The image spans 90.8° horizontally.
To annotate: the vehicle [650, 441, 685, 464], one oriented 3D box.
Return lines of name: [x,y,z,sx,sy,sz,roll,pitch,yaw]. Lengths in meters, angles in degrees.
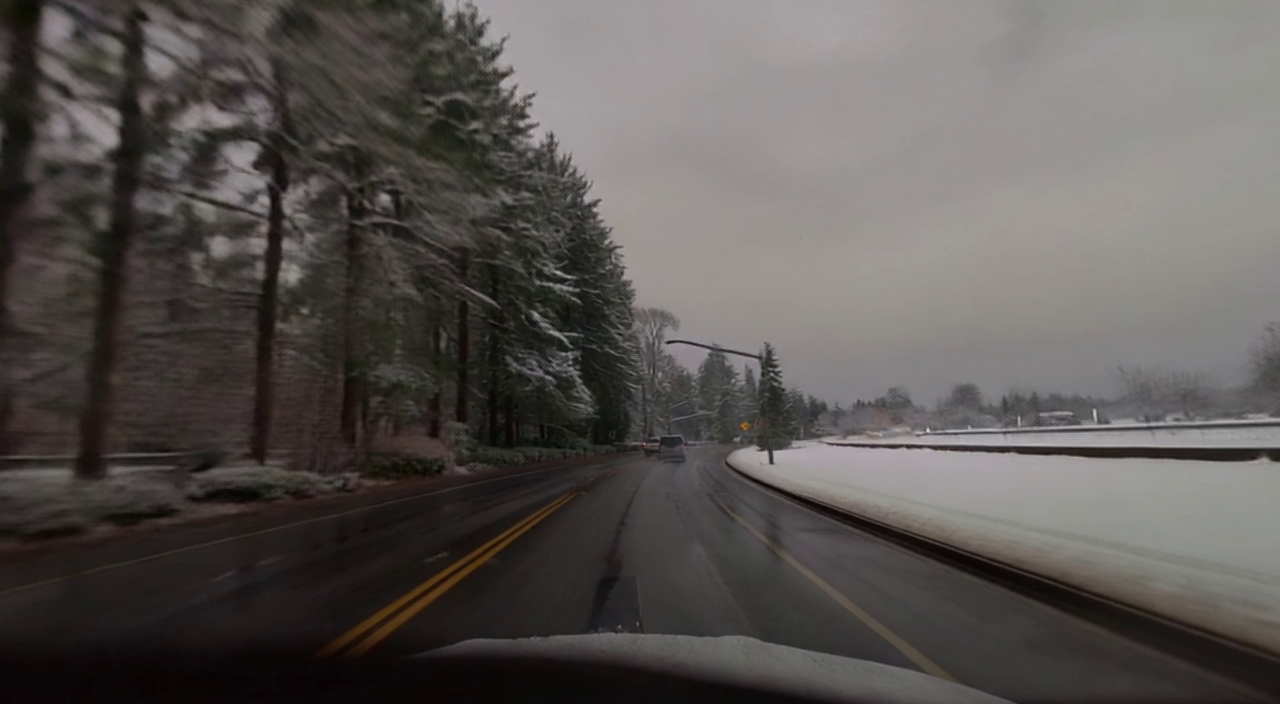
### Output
vehicle: [1.904,6.774,42.818,2.071,1.474,4.047,-1,-8,6]
